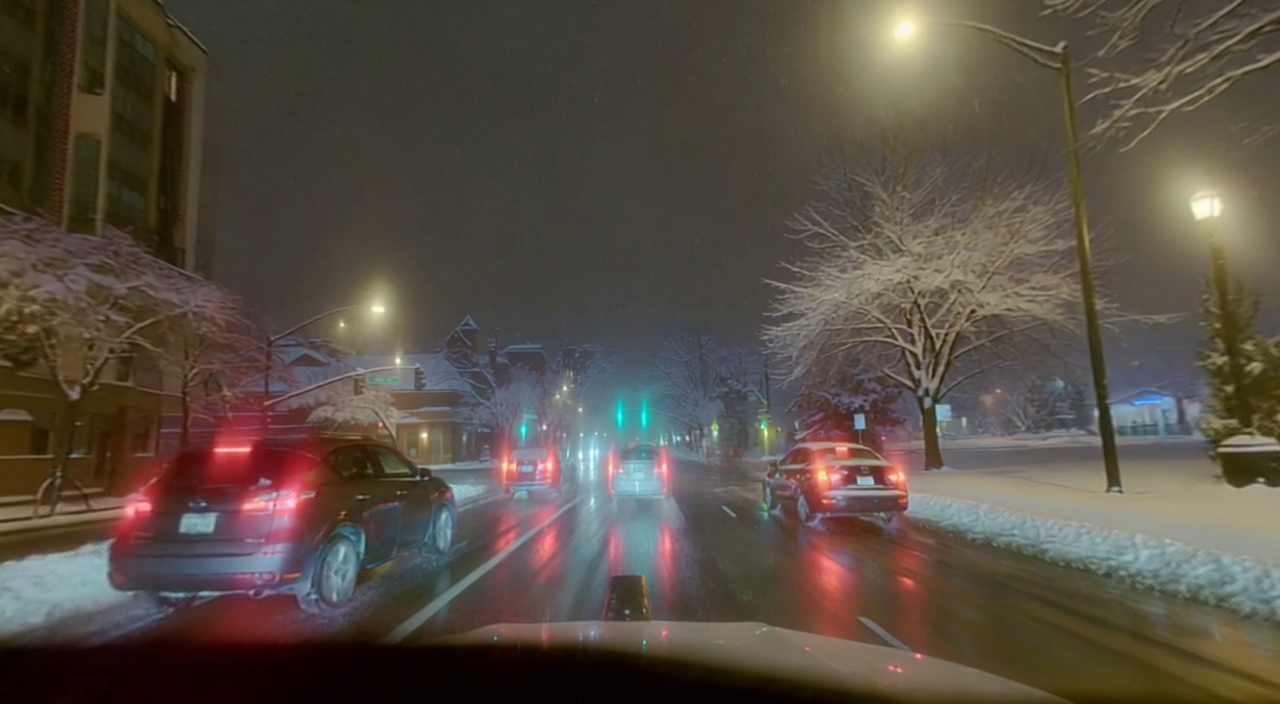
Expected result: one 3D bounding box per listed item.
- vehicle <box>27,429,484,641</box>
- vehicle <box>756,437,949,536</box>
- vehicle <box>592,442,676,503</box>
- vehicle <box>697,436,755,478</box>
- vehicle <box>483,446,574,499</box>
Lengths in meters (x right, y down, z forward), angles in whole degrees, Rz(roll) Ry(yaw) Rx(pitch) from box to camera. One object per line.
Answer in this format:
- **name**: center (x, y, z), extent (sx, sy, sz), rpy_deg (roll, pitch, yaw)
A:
- **vehicle**: center (-3.294, 1.633, 6.733), extent (2.038, 1.481, 4.379), rpy_deg (0, -8, 1)
- **vehicle**: center (3.681, 2.397, 11.943), extent (1.990, 1.486, 4.431), rpy_deg (0, -8, -2)
- **vehicle**: center (-0.190, 3.306, 17.760), extent (2.101, 1.480, 3.929), rpy_deg (0, -8, -1)
- **vehicle**: center (4.244, 5.285, 32.038), extent (2.142, 1.957, 5.443), rpy_deg (0, -8, 0)
- **vehicle**: center (-3.354, 3.686, 19.804), extent (2.002, 1.465, 4.098), rpy_deg (0, -8, 2)
